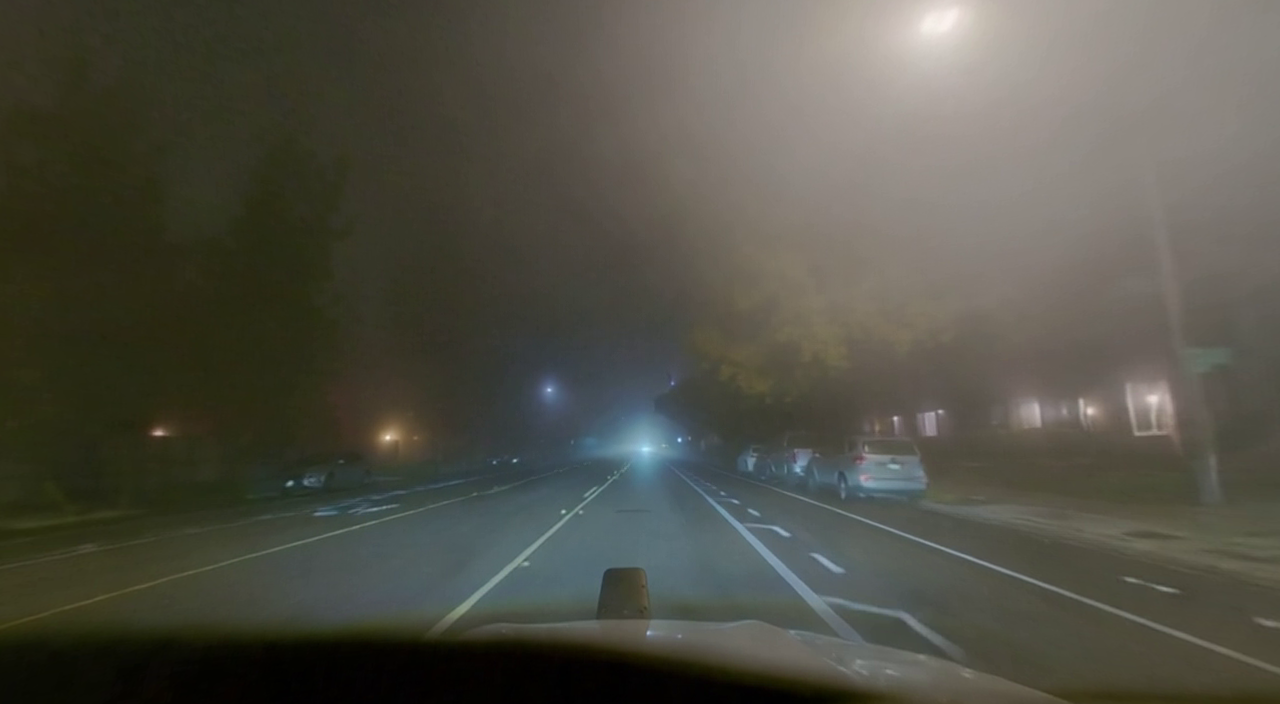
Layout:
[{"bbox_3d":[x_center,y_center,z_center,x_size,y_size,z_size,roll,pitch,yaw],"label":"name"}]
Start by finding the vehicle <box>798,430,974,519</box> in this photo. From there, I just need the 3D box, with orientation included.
[{"bbox_3d":[5.106,2.617,14.055,1.885,1.603,5.235,0,-9,1],"label":"vehicle"}]

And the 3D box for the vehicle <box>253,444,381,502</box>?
[{"bbox_3d":[-11.562,4.304,23.030,2.054,1.704,4.710,-3,-7,3],"label":"vehicle"}]
